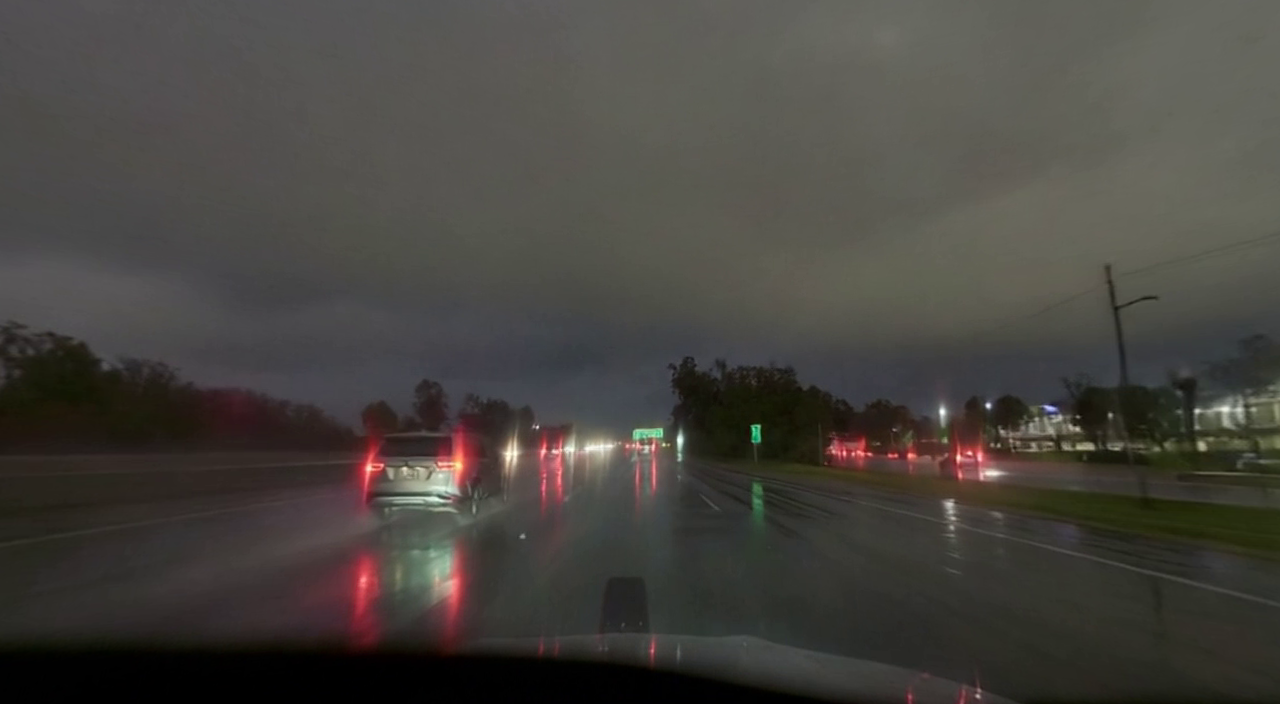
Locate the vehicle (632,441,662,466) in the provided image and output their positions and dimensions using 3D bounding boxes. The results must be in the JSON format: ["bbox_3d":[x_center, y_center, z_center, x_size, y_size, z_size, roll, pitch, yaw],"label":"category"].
[{"bbox_3d":[0.459,7.038,43.779,2.023,1.589,4.030,0,-8,0],"label":"vehicle"}]

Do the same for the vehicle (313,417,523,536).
[{"bbox_3d":[-3.755,2.207,11.750,2.214,1.759,4.435,-1,-9,1],"label":"vehicle"}]
